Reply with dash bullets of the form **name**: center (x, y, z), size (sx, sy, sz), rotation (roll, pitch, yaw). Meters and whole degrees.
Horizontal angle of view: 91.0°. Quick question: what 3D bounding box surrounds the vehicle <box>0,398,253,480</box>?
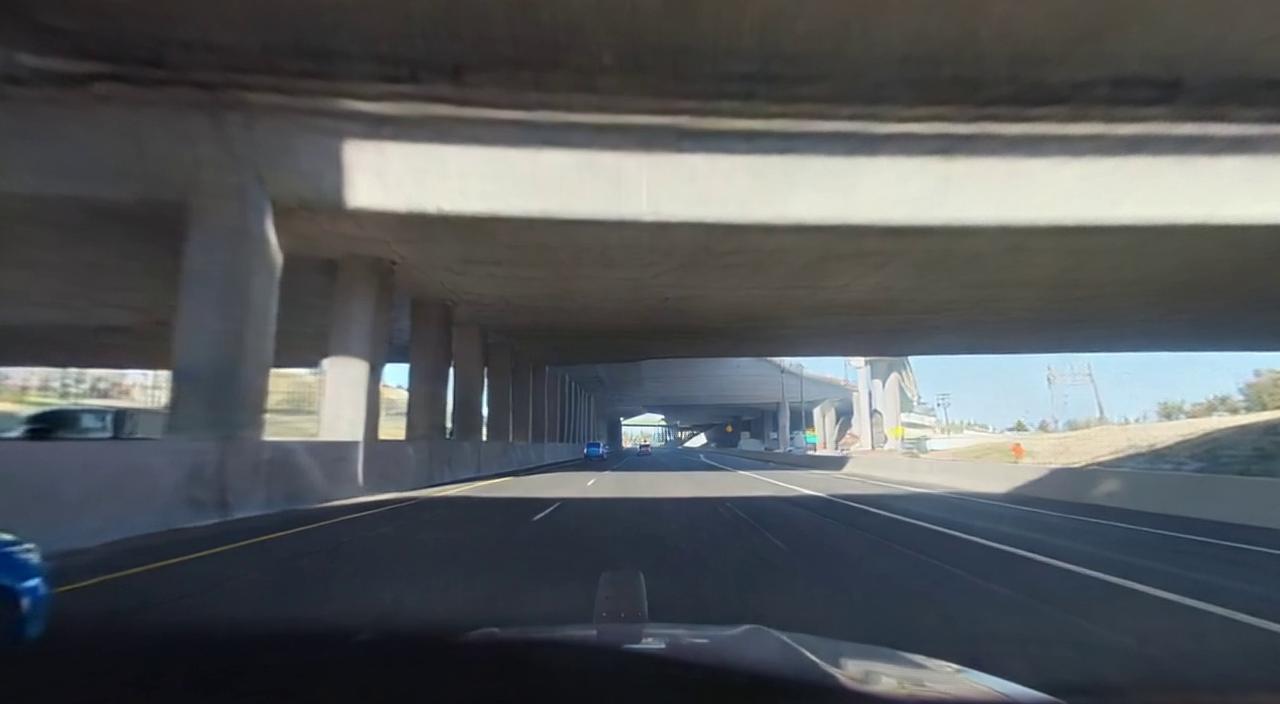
- **vehicle**: center (-29.592, 5.346, 37.995), size (3.042, 3.944, 14.722), rotation (0, -9, 0)

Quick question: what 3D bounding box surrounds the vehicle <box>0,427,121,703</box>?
- **vehicle**: center (-4.083, 0.878, 1.531), size (2.044, 1.478, 4.114), rotation (0, -9, 1)
